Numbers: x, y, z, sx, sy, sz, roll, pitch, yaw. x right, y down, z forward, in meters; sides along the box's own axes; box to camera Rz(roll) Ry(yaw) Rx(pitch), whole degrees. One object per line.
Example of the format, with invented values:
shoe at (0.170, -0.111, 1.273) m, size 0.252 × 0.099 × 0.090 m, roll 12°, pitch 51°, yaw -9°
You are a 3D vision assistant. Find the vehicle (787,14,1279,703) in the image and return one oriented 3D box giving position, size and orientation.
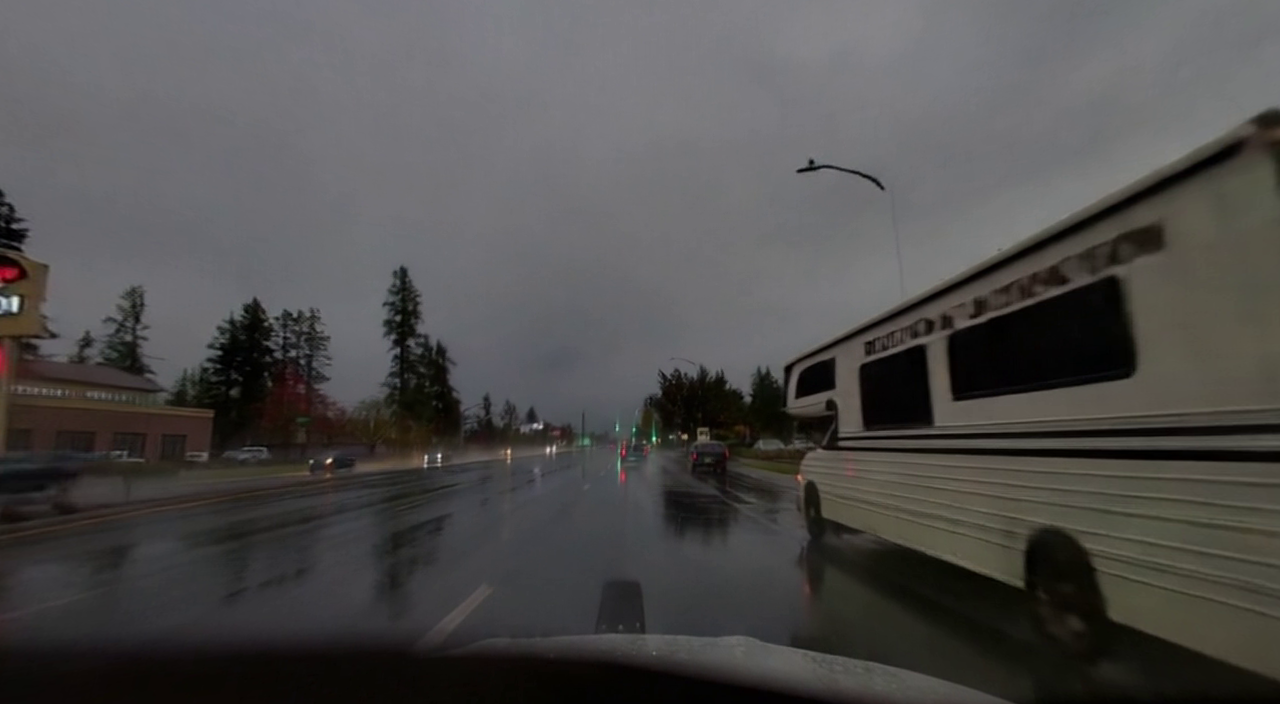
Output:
vehicle at (3.967, 0.655, 6.510) m, size 2.924 × 3.250 × 7.780 m, roll -1°, pitch -9°, yaw 0°

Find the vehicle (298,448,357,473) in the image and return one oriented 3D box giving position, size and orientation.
vehicle at (-22.100, 7.639, 44.814) m, size 1.959 × 1.683 × 4.406 m, roll 0°, pitch -9°, yaw -1°

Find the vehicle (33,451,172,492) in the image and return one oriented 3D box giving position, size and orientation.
vehicle at (-25.597, 5.657, 30.435) m, size 2.013 × 1.744 × 5.354 m, roll 0°, pitch -9°, yaw -1°

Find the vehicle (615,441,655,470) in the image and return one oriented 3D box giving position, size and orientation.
vehicle at (-0.325, 5.781, 35.376) m, size 2.103 × 1.506 × 4.742 m, roll 0°, pitch -9°, yaw -1°

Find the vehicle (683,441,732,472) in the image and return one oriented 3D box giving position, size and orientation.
vehicle at (3.698, 5.806, 35.389) m, size 2.060 × 1.611 × 4.675 m, roll 0°, pitch -9°, yaw -2°
